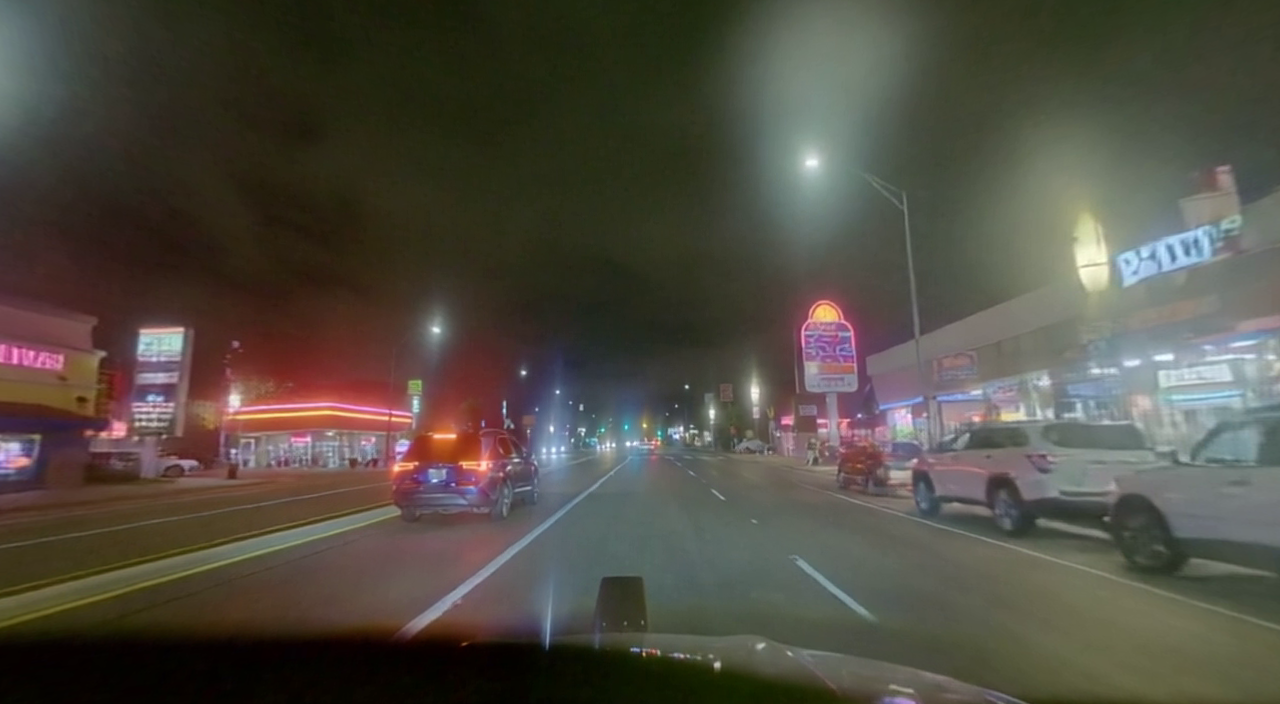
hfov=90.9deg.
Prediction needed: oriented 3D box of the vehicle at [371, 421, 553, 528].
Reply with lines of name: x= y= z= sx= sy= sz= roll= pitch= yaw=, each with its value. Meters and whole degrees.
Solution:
vehicle: x=-3.073 y=2.228 z=12.019 sx=2.049 sy=1.646 sz=4.445 roll=0 pitch=-9 yaw=2

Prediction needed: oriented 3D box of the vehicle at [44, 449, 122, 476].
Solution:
vehicle: x=-35.472 y=7.034 z=40.093 sx=4.731 sy=1.511 sz=1.768 roll=-5 pitch=-7 yaw=22

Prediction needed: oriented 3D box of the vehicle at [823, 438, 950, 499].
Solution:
vehicle: x=6.775 y=3.223 z=17.853 sx=1.896 sy=1.497 sz=4.032 roll=0 pitch=-9 yaw=-1

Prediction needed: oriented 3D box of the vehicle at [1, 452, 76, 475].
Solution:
vehicle: x=-39.996 y=7.378 z=41.891 sx=4.129 sy=1.442 sz=1.732 roll=-3 pitch=-9 yaw=19

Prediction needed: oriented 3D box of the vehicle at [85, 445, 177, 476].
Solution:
vehicle: x=-31.035 y=6.610 z=38.442 sx=4.589 sy=1.779 sz=2.154 roll=-3 pitch=-9 yaw=20

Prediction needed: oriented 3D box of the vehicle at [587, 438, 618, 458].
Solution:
vehicle: x=-2.881 y=7.483 z=49.009 sx=1.950 sy=1.450 sz=4.257 roll=0 pitch=-9 yaw=2

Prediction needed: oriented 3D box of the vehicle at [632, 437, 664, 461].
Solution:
vehicle: x=0.523 y=6.407 z=41.646 sx=2.037 sy=1.484 sz=4.073 roll=0 pitch=-9 yaw=0

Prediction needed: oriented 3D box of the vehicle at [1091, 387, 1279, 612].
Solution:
vehicle: x=6.333 y=1.139 z=4.668 sx=2.116 sy=1.836 sz=5.235 roll=0 pitch=-9 yaw=1

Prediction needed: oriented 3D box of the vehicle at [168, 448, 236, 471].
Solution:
vehicle: x=-32.260 y=7.914 z=46.428 sx=4.435 sy=1.483 sz=1.990 roll=-5 pitch=-8 yaw=23

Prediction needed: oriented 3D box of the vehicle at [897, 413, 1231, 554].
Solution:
vehicle: x=6.533 y=2.085 z=10.743 sx=2.129 sy=1.802 sz=5.084 roll=0 pitch=-9 yaw=0
